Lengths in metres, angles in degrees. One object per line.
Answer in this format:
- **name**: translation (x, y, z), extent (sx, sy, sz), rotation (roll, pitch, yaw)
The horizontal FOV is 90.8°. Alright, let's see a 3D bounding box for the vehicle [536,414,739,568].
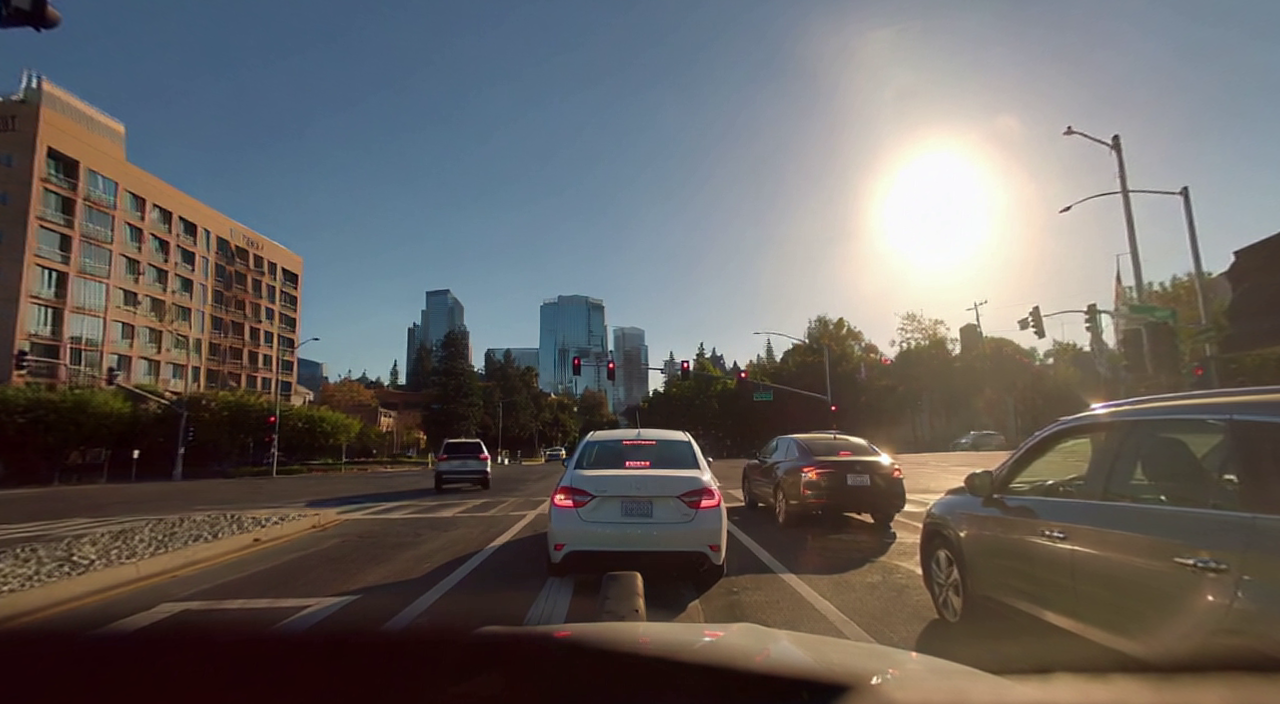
- **vehicle**: translation (-0.078, 1.802, 8.902), extent (2.188, 1.637, 4.027), rotation (0, -9, -2)

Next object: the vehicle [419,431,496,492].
- **vehicle**: translation (-6.378, 3.707, 21.724), extent (2.021, 1.837, 4.448), rotation (3, -9, -21)

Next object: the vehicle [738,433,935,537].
- **vehicle**: translation (3.159, 2.231, 11.283), extent (2.001, 1.463, 4.398), rotation (0, -8, -2)

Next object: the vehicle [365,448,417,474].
- **vehicle**: translation (-18.780, 8.221, 47.930), extent (2.026, 1.836, 4.726), rotation (0, -8, 0)

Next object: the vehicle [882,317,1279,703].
- **vehicle**: translation (3.011, 0.880, 2.795), extent (2.103, 1.701, 4.294), rotation (0, -9, -1)
